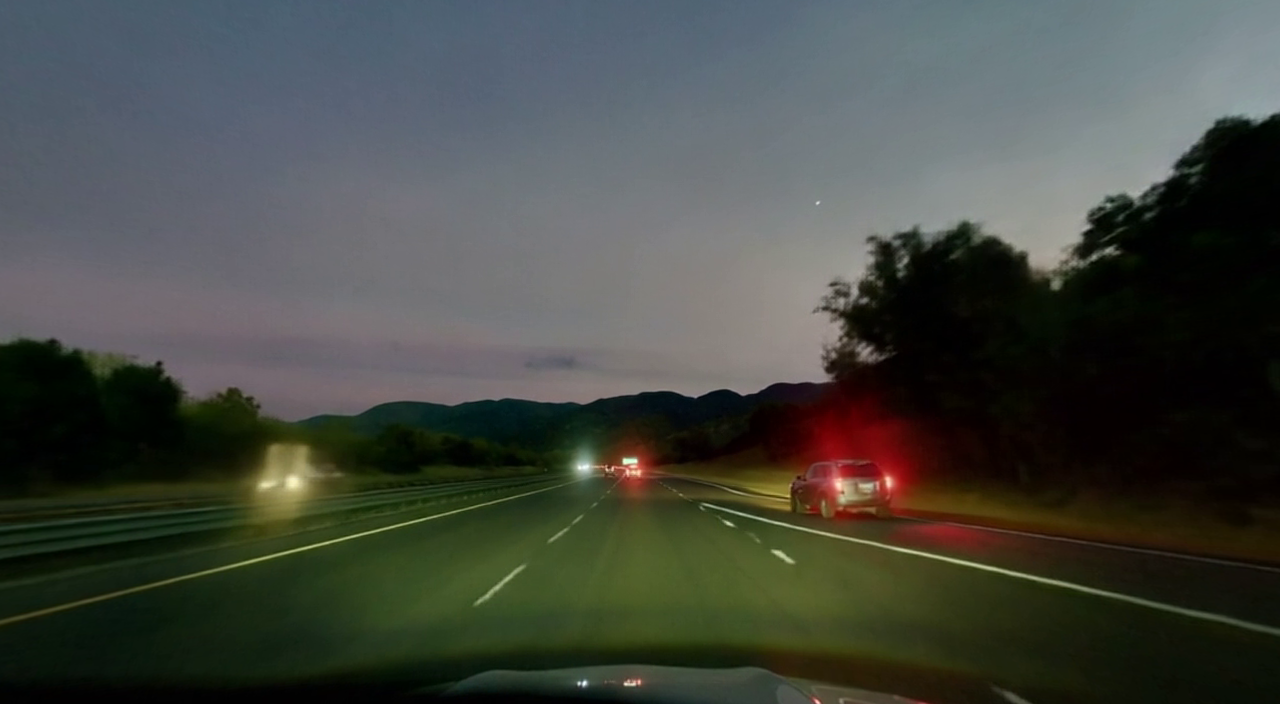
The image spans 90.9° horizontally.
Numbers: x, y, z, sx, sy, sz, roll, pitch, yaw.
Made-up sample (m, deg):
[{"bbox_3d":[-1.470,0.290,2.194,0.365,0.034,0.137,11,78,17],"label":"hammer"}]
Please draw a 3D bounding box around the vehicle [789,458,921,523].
[{"bbox_3d":[6.585,4.308,19.963,2.089,1.770,4.571,2,-11,-7],"label":"vehicle"}]

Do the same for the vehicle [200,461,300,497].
[{"bbox_3d":[-17.293,5.656,28.209,1.852,1.416,3.987,0,-11,1],"label":"vehicle"}]
